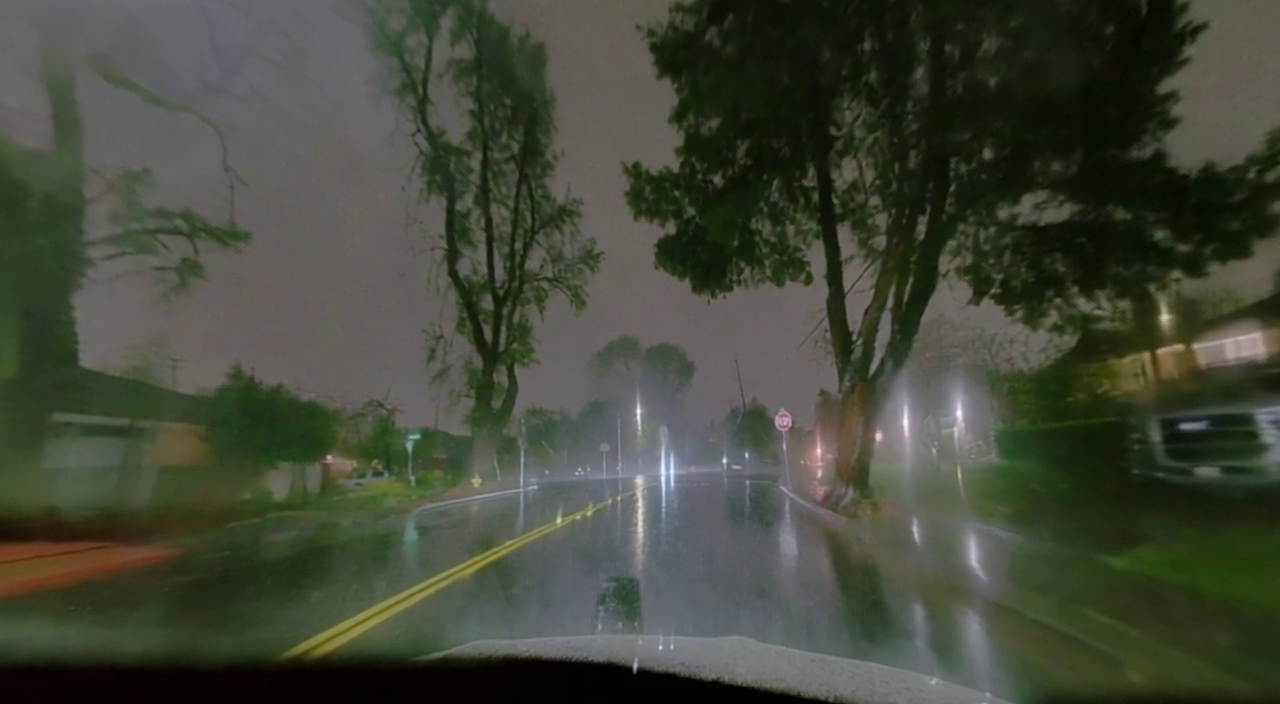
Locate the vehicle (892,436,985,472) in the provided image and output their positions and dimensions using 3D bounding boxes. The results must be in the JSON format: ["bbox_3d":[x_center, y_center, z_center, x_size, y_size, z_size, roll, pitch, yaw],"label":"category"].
[{"bbox_3d":[19.219,6.606,40.728,4.788,1.875,2.148,0,-19,-9],"label":"vehicle"}]

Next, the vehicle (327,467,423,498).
[{"bbox_3d":[-14.199,6.997,33.957,4.320,1.443,1.867,0,-8,-2],"label":"vehicle"}]

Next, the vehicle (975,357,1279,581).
[{"bbox_3d":[6.489,1.315,7.670,2.163,1.885,4.804,-1,-8,0],"label":"vehicle"}]
